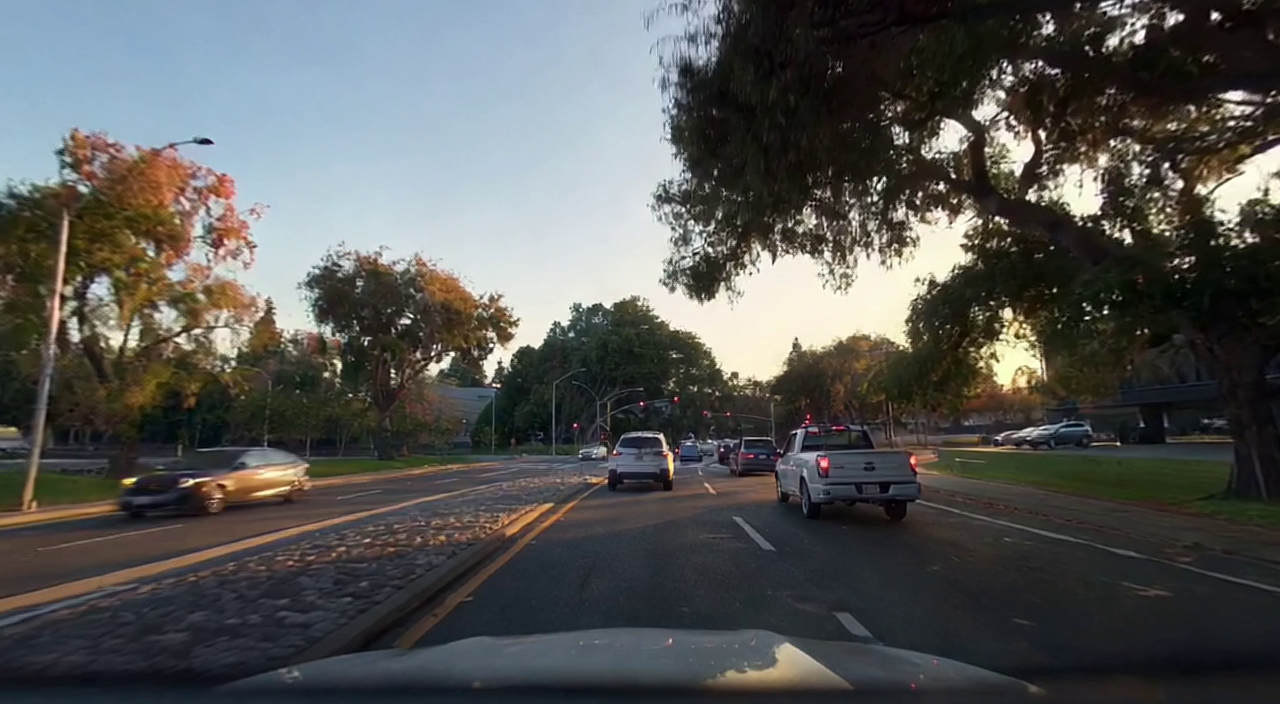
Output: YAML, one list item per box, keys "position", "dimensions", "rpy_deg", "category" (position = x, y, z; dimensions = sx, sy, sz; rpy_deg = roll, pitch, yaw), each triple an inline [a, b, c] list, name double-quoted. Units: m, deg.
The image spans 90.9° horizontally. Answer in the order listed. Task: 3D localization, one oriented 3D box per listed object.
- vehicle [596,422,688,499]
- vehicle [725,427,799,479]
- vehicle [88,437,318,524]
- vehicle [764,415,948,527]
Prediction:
- position: [0.186, 2.809, 16.648]
  dimensions: [2.113, 1.768, 3.901]
  rpy_deg: [0, -8, 5]
  category: "vehicle"
- position: [4.866, 4.137, 26.105]
  dimensions: [2.317, 1.857, 5.940]
  rpy_deg: [0, -8, 4]
  category: "vehicle"
- position: [-9.315, 2.725, 13.988]
  dimensions: [1.941, 1.602, 4.182]
  rpy_deg: [0, -8, 3]
  category: "vehicle"
- position: [3.908, 2.242, 12.455]
  dimensions: [2.114, 1.765, 4.647]
  rpy_deg: [0, -8, 2]
  category: "vehicle"
